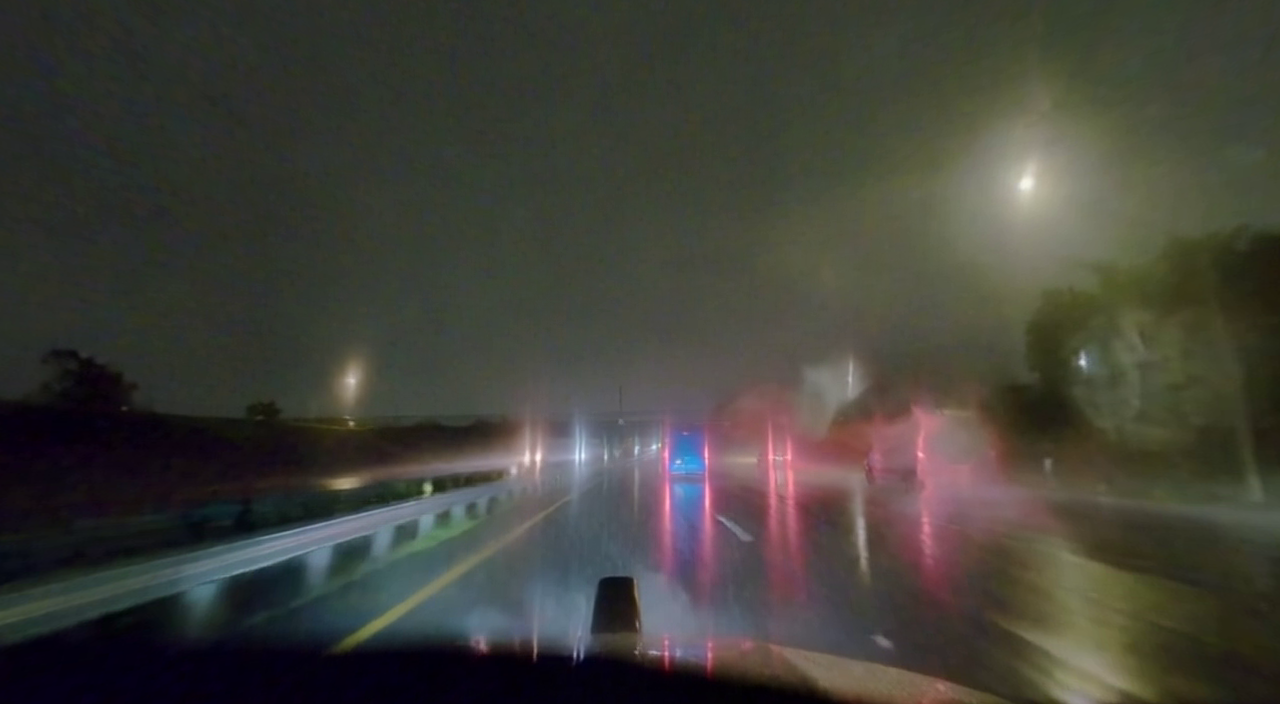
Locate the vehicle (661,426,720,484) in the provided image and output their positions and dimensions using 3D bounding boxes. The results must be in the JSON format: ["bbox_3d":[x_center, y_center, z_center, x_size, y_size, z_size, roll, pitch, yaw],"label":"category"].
[{"bbox_3d":[2.385,5.141,31.475,2.560,2.598,5.581,-1,-9,1],"label":"vehicle"}]
